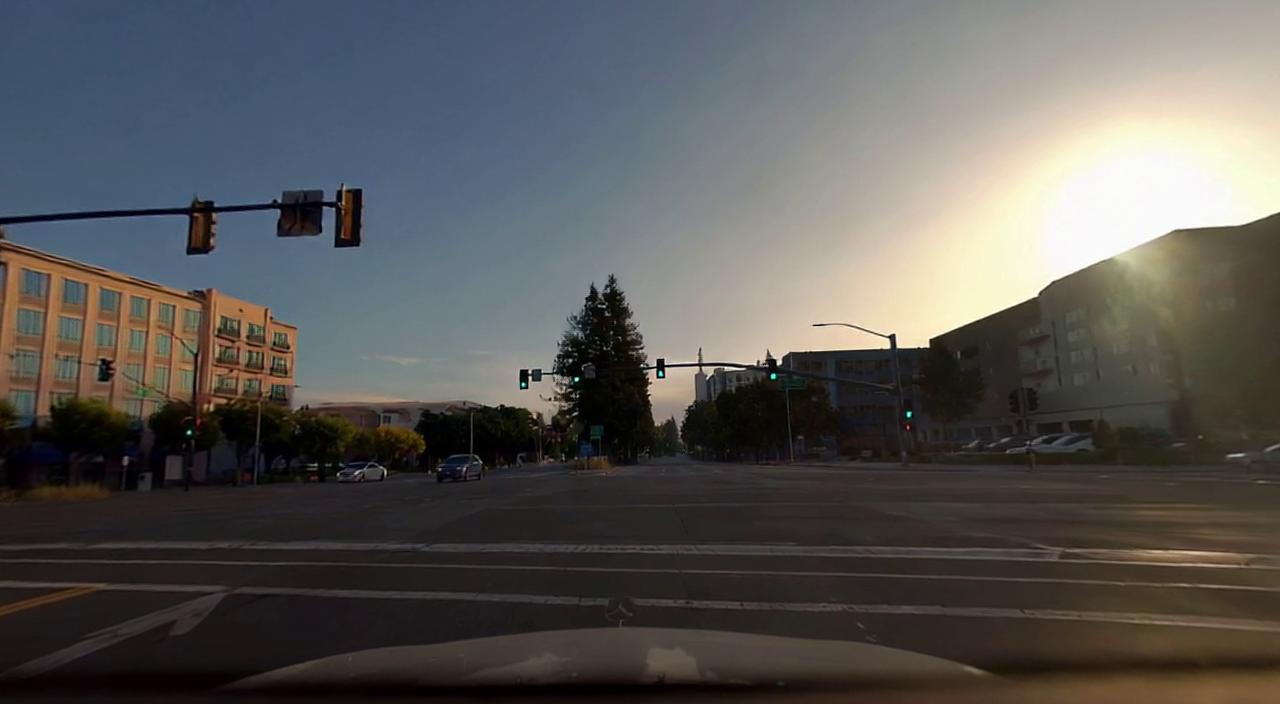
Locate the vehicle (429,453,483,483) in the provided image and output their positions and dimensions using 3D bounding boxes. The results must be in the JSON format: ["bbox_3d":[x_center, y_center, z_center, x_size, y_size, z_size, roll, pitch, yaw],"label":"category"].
[{"bbox_3d":[-12.255,7.705,42.314,2.151,1.847,4.634,0,-9,1],"label":"vehicle"}]

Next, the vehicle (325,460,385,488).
[{"bbox_3d":[-18.890,8.110,42.119,1.933,1.664,4.255,0,-9,0],"label":"vehicle"}]
